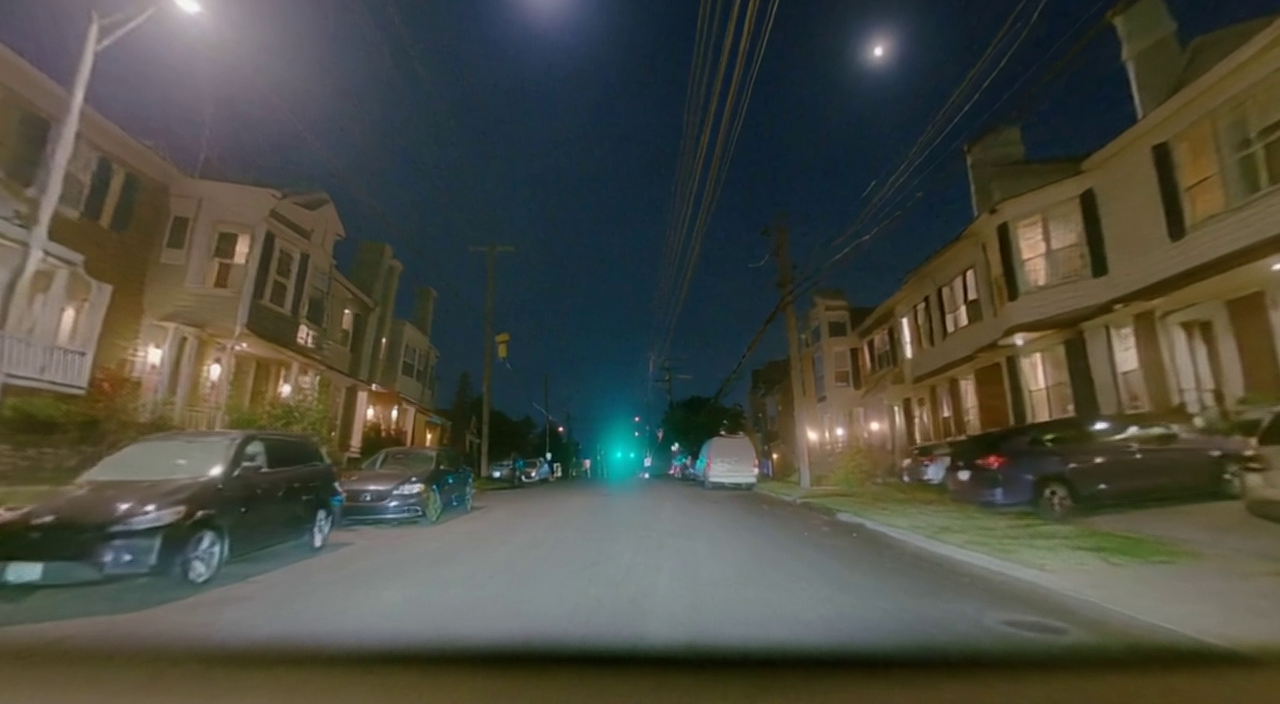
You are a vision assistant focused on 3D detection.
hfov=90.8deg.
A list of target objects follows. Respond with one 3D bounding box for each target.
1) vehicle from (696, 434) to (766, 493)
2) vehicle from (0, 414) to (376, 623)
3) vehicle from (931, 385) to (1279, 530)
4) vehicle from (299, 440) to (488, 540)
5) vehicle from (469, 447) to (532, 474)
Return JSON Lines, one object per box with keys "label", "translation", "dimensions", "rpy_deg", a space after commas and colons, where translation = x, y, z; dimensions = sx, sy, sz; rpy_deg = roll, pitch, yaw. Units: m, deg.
{"label": "vehicle", "translation": [3.652, 4.574, 26.211], "dimensions": [2.343, 2.229, 4.199], "rpy_deg": [0, -9, 1]}
{"label": "vehicle", "translation": [-4.874, 1.624, 7.246], "dimensions": [1.967, 1.656, 3.924], "rpy_deg": [2, -7, 0]}
{"label": "vehicle", "translation": [8.365, 1.758, 10.765], "dimensions": [5.615, 1.787, 2.014], "rpy_deg": [-6, -11, 1]}
{"label": "vehicle", "translation": [-4.472, 2.509, 12.362], "dimensions": [1.960, 1.507, 4.542], "rpy_deg": [0, -7, -1]}
{"label": "vehicle", "translation": [-9.110, 7.097, 41.430], "dimensions": [3.684, 1.628, 1.792], "rpy_deg": [0, -7, 1]}
